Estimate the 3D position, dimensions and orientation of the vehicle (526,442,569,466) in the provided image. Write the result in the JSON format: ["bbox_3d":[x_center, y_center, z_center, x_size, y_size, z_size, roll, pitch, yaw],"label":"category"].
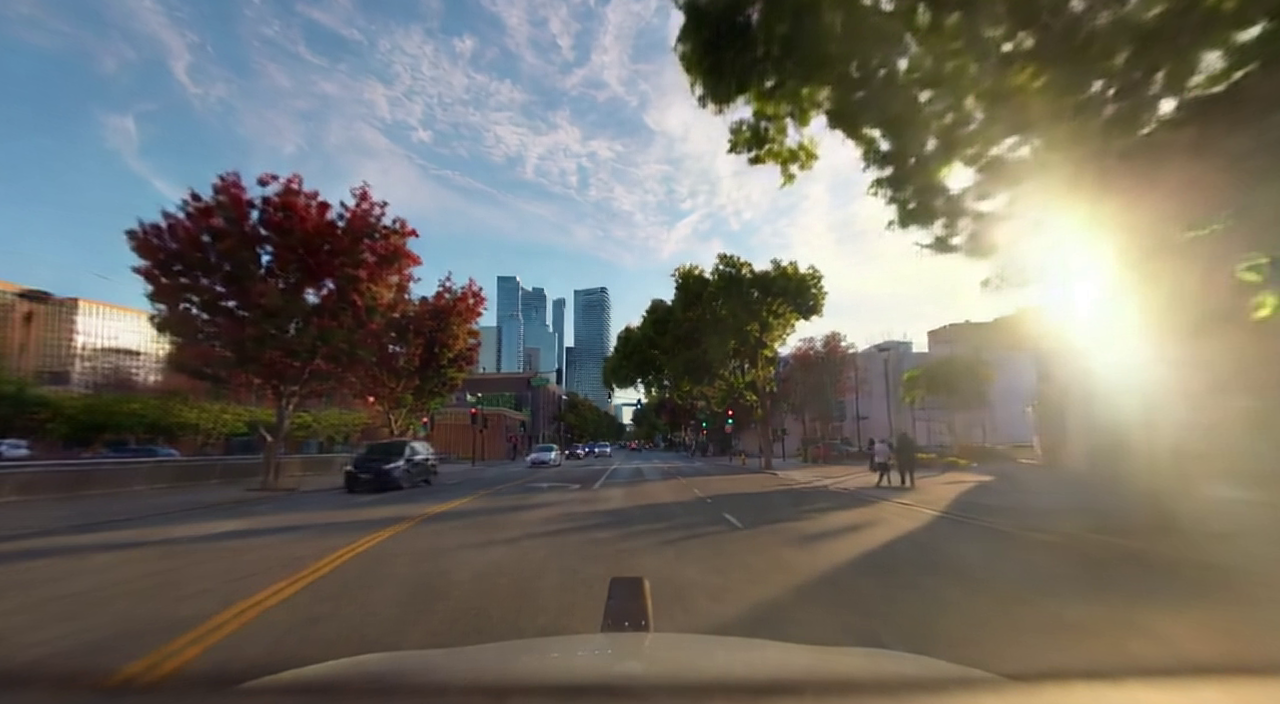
[{"bbox_3d":[-6.021,6.711,41.644,2.097,1.495,4.489,0,-8,1],"label":"vehicle"}]

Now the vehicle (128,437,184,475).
[{"bbox_3d":[-26.551,5.671,34.742,2.099,1.901,4.832,6,-10,-35],"label":"vehicle"}]

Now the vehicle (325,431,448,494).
[{"bbox_3d":[-8.586,3.773,21.980,2.242,1.919,4.922,0,-8,0],"label":"vehicle"}]
